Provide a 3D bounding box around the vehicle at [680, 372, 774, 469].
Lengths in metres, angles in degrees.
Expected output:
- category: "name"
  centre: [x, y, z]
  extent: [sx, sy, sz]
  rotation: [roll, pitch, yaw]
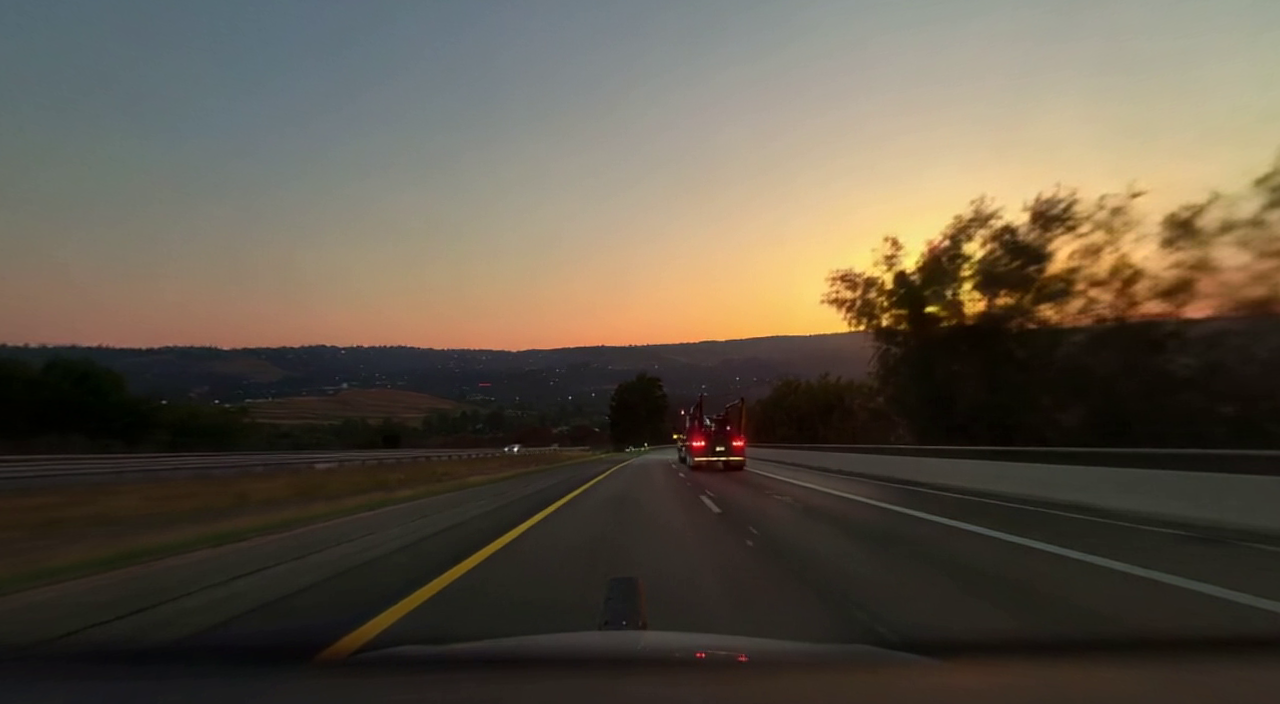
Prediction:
- category: "vehicle"
  centre: [3.720, 3.261, 29.000]
  extent: [3.279, 3.956, 6.541]
  rotation: [0, -9, -1]
